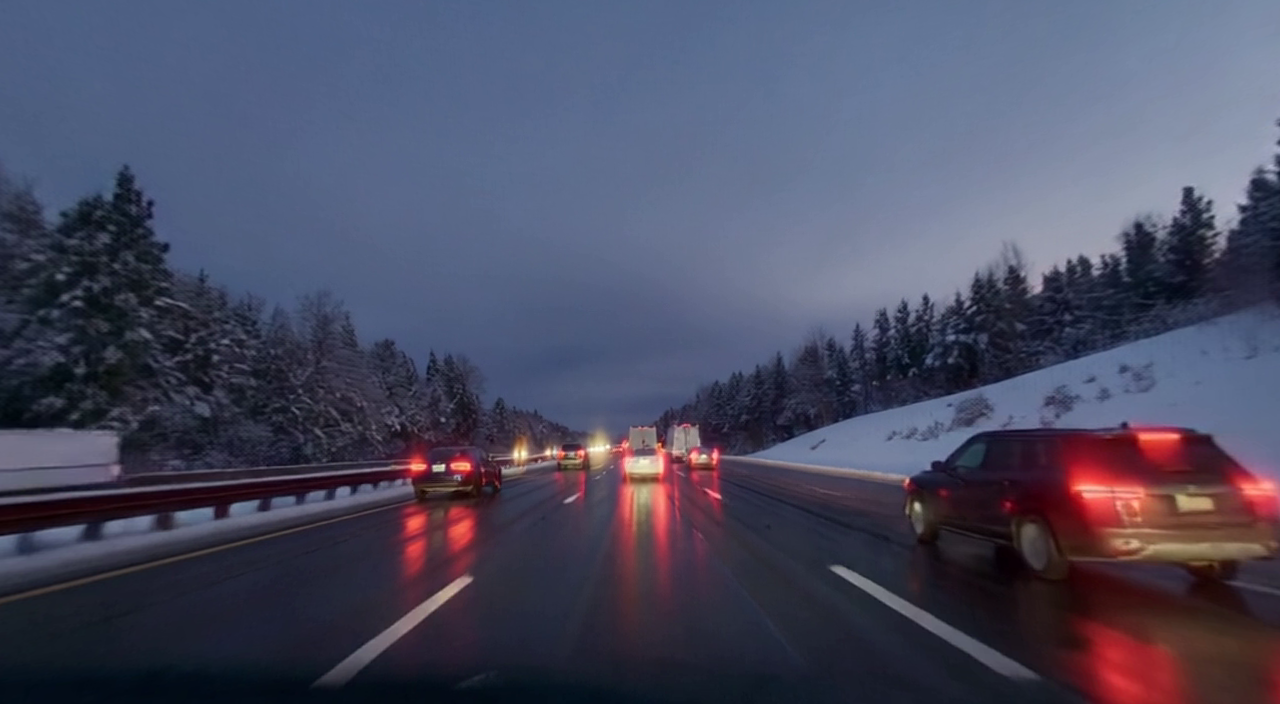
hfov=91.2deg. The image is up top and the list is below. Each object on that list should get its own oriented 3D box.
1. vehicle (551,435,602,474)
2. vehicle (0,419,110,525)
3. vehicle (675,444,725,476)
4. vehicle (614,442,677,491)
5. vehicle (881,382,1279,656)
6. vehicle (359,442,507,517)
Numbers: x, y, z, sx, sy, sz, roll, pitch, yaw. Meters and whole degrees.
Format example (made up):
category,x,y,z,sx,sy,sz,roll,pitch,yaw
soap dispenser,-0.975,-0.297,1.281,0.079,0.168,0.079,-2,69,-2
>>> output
category,x,y,z,sx,sy,sz,roll,pitch,yaw
vehicle,-3.405,5.664,34.682,2.230,1.973,4.403,-1,-9,2
vehicle,-16.446,2.871,14.921,2.408,2.483,5.904,0,-9,0
vehicle,2.988,5.502,32.034,1.959,1.503,4.064,0,-9,-3
vehicle,0.158,4.047,22.479,2.015,1.526,4.286,0,-9,0
vehicle,4.174,1.325,5.948,2.018,1.639,4.149,0,-9,-1
vehicle,-4.612,2.898,14.776,1.967,1.473,4.439,0,-9,0
